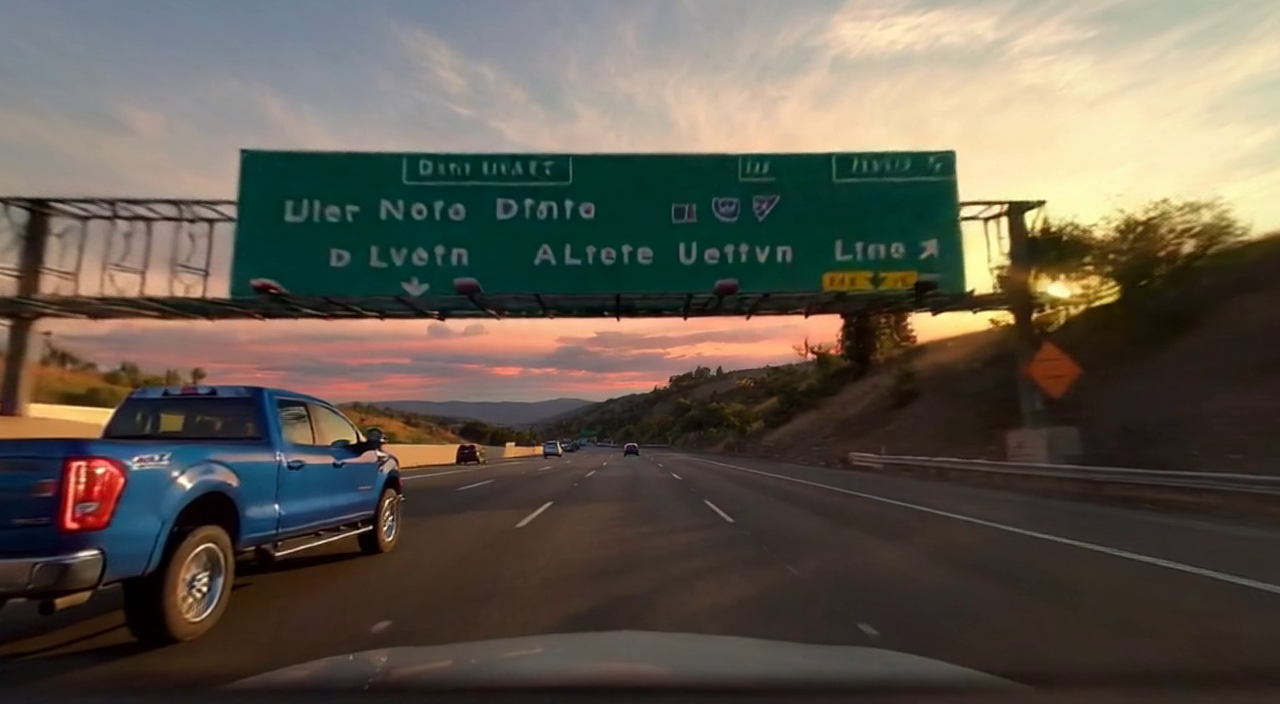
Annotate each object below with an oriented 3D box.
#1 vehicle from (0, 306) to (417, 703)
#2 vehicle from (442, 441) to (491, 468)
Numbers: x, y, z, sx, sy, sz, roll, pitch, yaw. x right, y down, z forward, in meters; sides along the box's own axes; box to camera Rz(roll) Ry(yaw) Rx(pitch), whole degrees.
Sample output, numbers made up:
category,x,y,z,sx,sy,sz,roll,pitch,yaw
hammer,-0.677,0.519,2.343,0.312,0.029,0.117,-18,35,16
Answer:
category,x,y,z,sx,sy,sz,roll,pitch,yaw
vehicle,-4.299,1.175,5.626,2.339,2.004,6.171,0,-9,0
vehicle,-11.563,6.848,42.280,2.106,1.692,4.458,0,-9,-1
